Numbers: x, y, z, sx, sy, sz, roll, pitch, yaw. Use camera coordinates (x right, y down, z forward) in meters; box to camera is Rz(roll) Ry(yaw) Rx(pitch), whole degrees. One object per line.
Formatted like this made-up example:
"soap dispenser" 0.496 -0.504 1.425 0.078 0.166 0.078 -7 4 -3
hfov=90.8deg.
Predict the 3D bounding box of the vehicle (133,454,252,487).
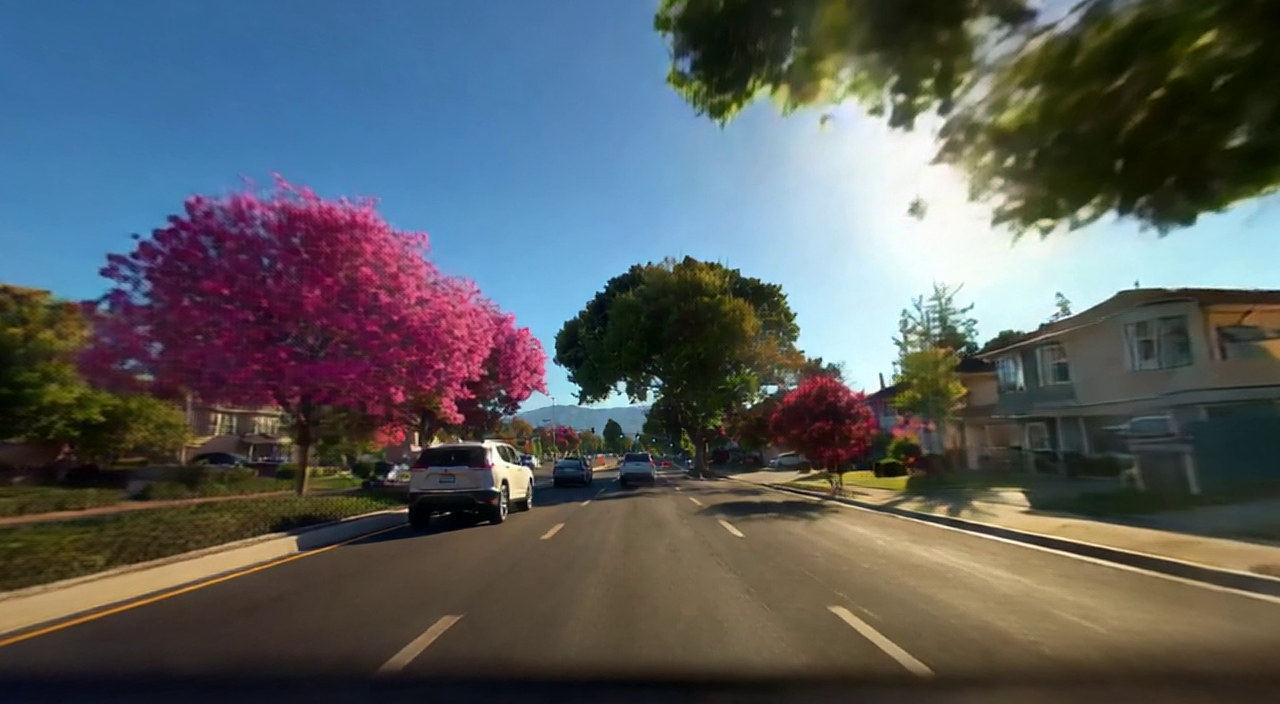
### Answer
"vehicle" -28.648 7.575 40.669 5.692 1.926 2.274 3 -9 -18

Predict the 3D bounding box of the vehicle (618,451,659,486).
"vehicle" -0.049 6.044 32.995 1.997 1.636 3.760 0 -8 0

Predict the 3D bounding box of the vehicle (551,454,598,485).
"vehicle" -3.537 6.404 34.679 2.066 1.565 3.905 0 -8 2

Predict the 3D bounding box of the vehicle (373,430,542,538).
"vehicle" -3.682 2.742 13.875 2.161 1.919 4.798 0 -8 1
